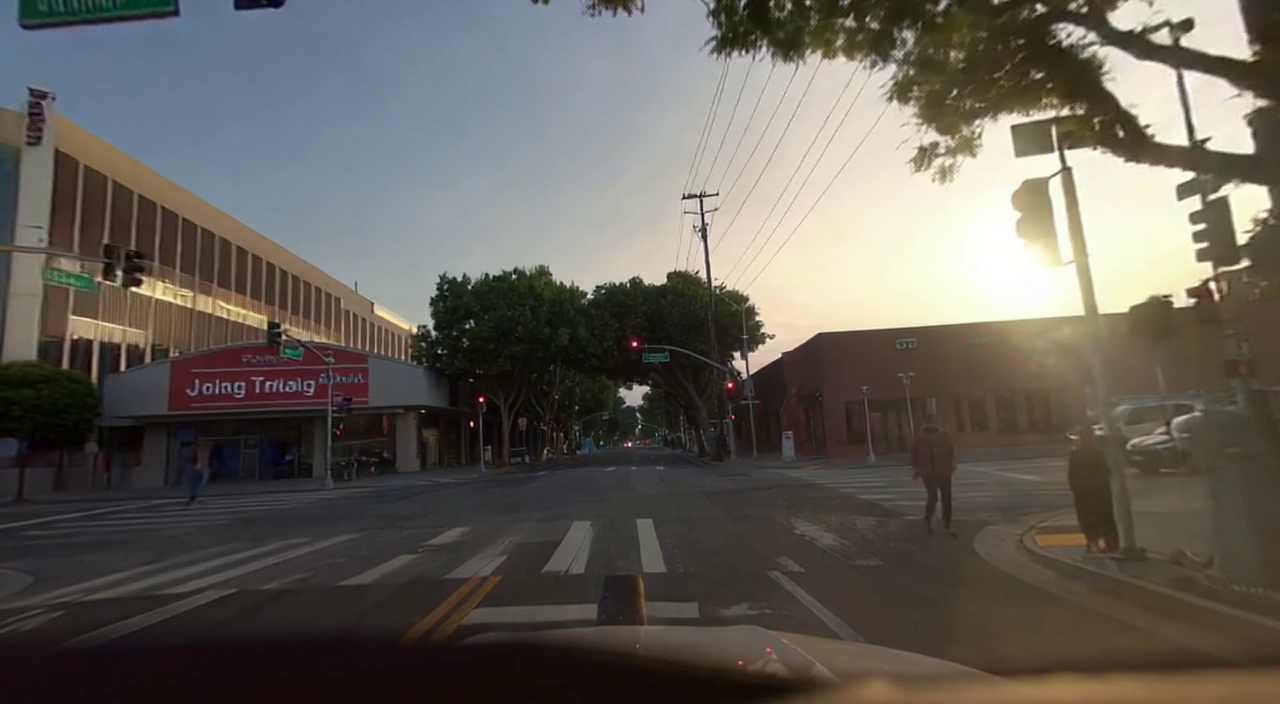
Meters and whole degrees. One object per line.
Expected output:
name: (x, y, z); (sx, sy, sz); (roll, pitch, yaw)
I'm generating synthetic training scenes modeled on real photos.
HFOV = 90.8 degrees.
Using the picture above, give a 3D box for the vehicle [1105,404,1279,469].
vehicle: (14.477, 2.077, 15.490); (4.632, 1.484, 1.907); (0, -8, -2)
